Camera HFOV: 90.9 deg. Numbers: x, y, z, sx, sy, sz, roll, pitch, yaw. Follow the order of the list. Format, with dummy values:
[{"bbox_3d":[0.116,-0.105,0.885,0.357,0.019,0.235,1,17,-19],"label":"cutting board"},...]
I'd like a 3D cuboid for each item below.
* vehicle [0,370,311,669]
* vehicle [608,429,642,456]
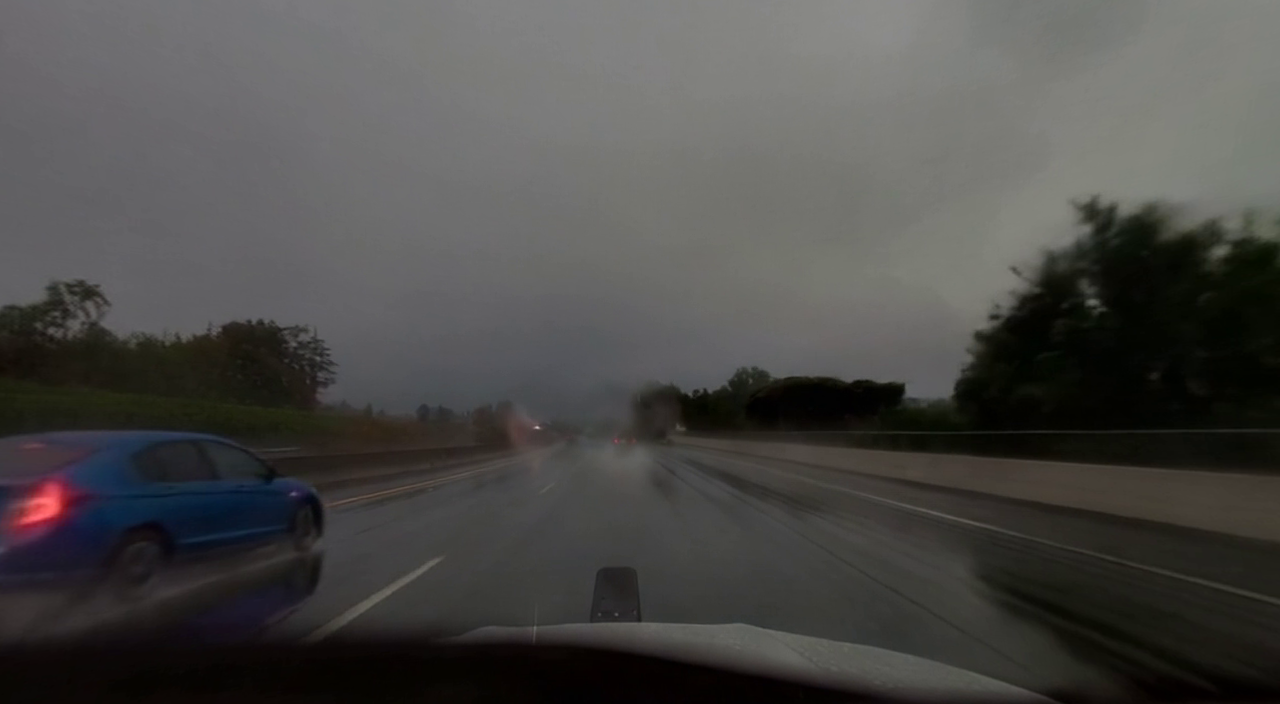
[{"bbox_3d":[-4.543,1.032,4.294,2.039,1.627,4.844,0,-8,-1],"label":"vehicle"},{"bbox_3d":[-1.020,5.783,40.169,2.041,1.618,3.898,0,-8,-3],"label":"vehicle"}]
